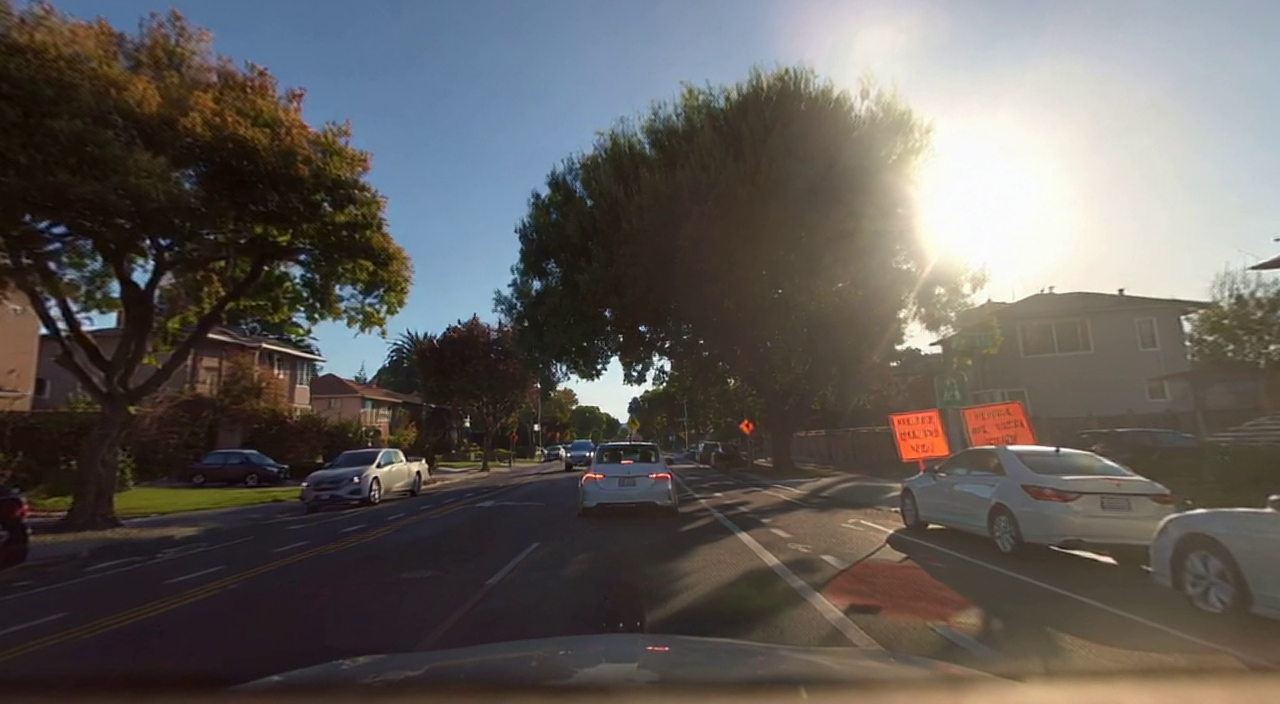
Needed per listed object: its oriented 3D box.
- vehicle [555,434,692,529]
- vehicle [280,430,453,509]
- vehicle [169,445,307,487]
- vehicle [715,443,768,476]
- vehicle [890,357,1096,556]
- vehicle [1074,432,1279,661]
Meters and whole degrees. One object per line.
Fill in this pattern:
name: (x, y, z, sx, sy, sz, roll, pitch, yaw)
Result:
vehicle: (-0.239, 2.358, 12.065, 2.151, 1.481, 4.084, 0, -9, 1)
vehicle: (-8.150, 3.563, 19.727, 2.659, 2.047, 6.014, 0, -9, 0)
vehicle: (-16.637, 4.726, 26.218, 4.468, 1.517, 1.796, -1, -9, -2)
vehicle: (4.917, 5.268, 30.990, 1.985, 1.481, 4.116, 0, -9, 1)
vehicle: (5.272, 1.577, 9.828, 1.409, 2.648, 2.645, 1, -9, -4)
vehicle: (5.109, 1.203, 3.654, 1.864, 1.480, 4.587, 0, -9, -1)
